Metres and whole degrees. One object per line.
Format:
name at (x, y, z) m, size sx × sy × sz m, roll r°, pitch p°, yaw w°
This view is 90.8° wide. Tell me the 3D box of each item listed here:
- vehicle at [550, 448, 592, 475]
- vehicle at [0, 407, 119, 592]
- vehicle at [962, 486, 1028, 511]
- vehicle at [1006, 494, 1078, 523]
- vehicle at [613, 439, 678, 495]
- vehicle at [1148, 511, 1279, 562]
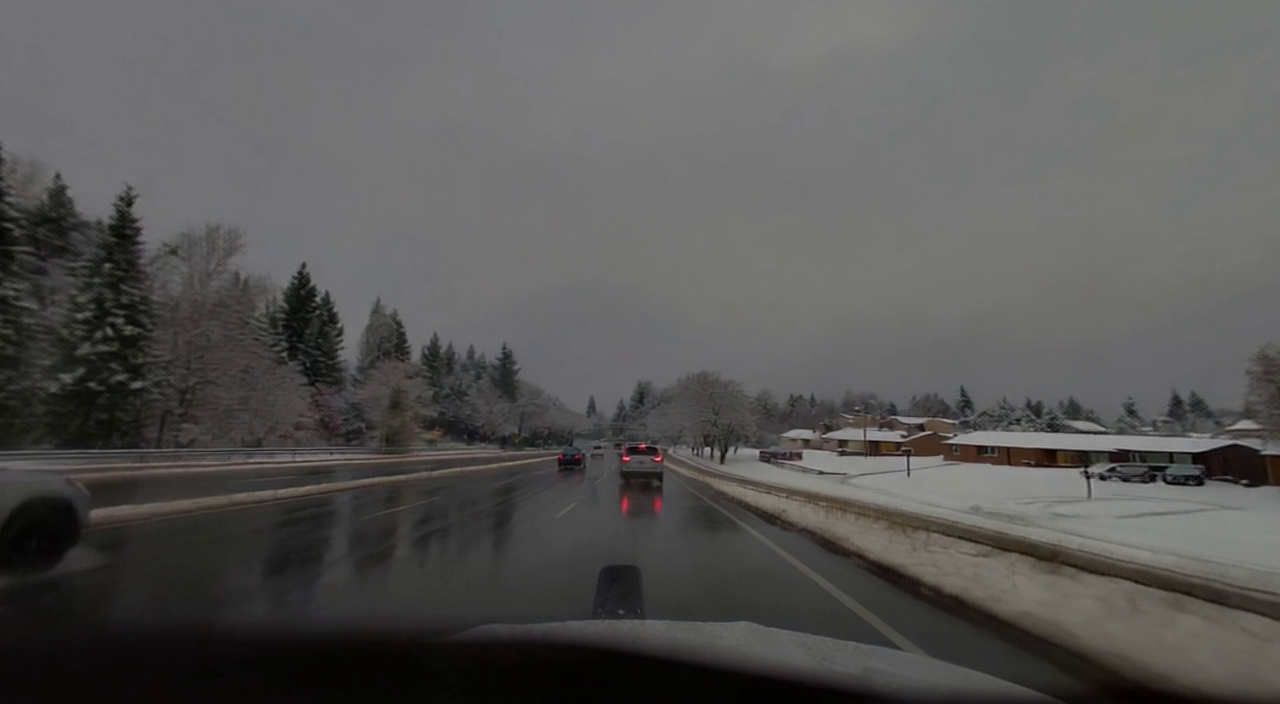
vehicle at (-4.231, 6.774, 39.307) m, size 2.123 × 1.592 × 4.505 m, roll 0°, pitch -9°, yaw 0°
vehicle at (-6.794, 1.128, 4.350) m, size 1.997 × 1.650 × 5.090 m, roll 0°, pitch -9°, yaw 1°
vehicle at (27.886, 11.540, 49.817) m, size 1.874 × 1.577 × 4.877 m, roll 2°, pitch -9°, yaw -8°
vehicle at (28.525, 11.104, 44.996) m, size 1.845 × 1.533 × 4.455 m, roll 1°, pitch -9°, yaw -5°
vehicle at (0.188, 4.111, 22.971) m, size 2.125 × 1.830 × 4.370 m, roll 0°, pitch -9°, yaw 1°
vehicle at (29.863, 9.535, 32.976) m, size 2.067 × 1.926 × 5.010 m, roll 1°, pitch -9°, yaw -7°
